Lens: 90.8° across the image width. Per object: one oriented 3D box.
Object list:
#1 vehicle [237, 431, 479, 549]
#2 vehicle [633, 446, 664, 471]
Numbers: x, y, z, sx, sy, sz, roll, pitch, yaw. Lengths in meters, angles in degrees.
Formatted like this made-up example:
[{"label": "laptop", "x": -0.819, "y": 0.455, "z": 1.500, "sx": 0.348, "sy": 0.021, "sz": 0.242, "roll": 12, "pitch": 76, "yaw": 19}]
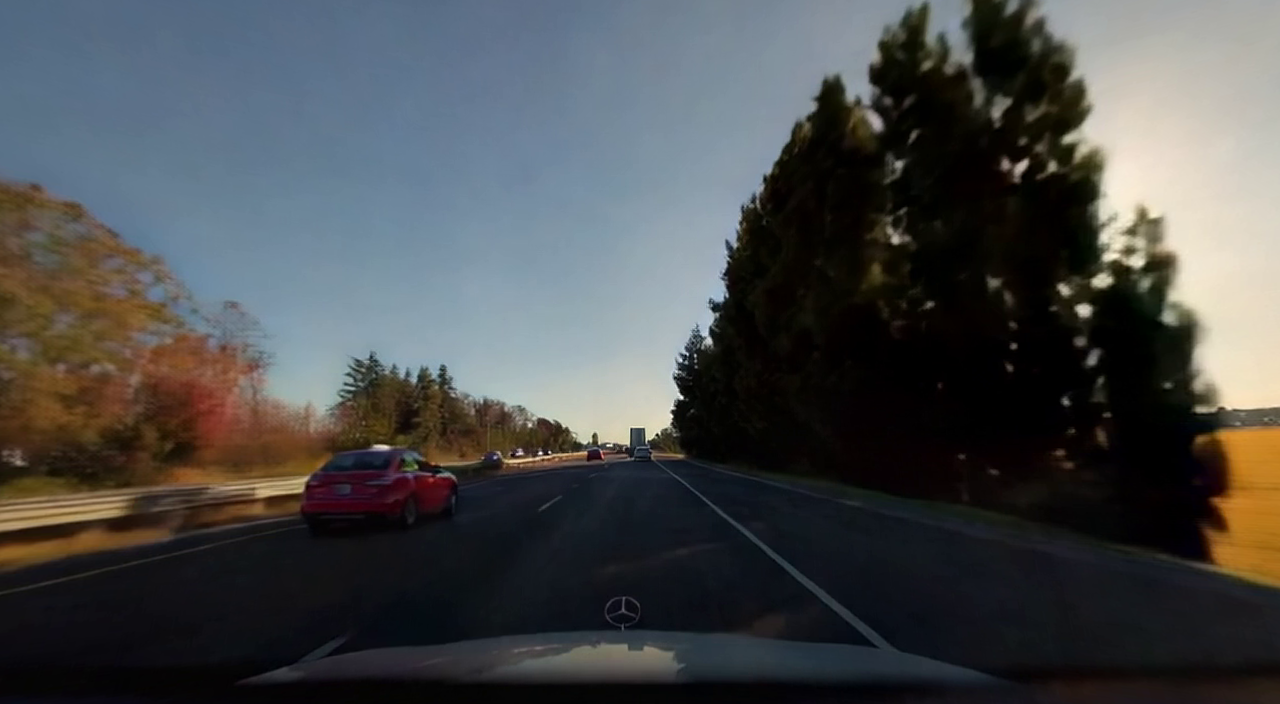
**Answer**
[{"label": "vehicle", "x": -4.253, "y": 2.147, "z": 10.417, "sx": 2.172, "sy": 1.548, "sz": 3.953, "roll": 0, "pitch": -9, "yaw": 0}, {"label": "vehicle", "x": 0.542, "y": 7.190, "z": 42.906, "sx": 1.992, "sy": 1.593, "sz": 3.937, "roll": 0, "pitch": -9, "yaw": -1}]
